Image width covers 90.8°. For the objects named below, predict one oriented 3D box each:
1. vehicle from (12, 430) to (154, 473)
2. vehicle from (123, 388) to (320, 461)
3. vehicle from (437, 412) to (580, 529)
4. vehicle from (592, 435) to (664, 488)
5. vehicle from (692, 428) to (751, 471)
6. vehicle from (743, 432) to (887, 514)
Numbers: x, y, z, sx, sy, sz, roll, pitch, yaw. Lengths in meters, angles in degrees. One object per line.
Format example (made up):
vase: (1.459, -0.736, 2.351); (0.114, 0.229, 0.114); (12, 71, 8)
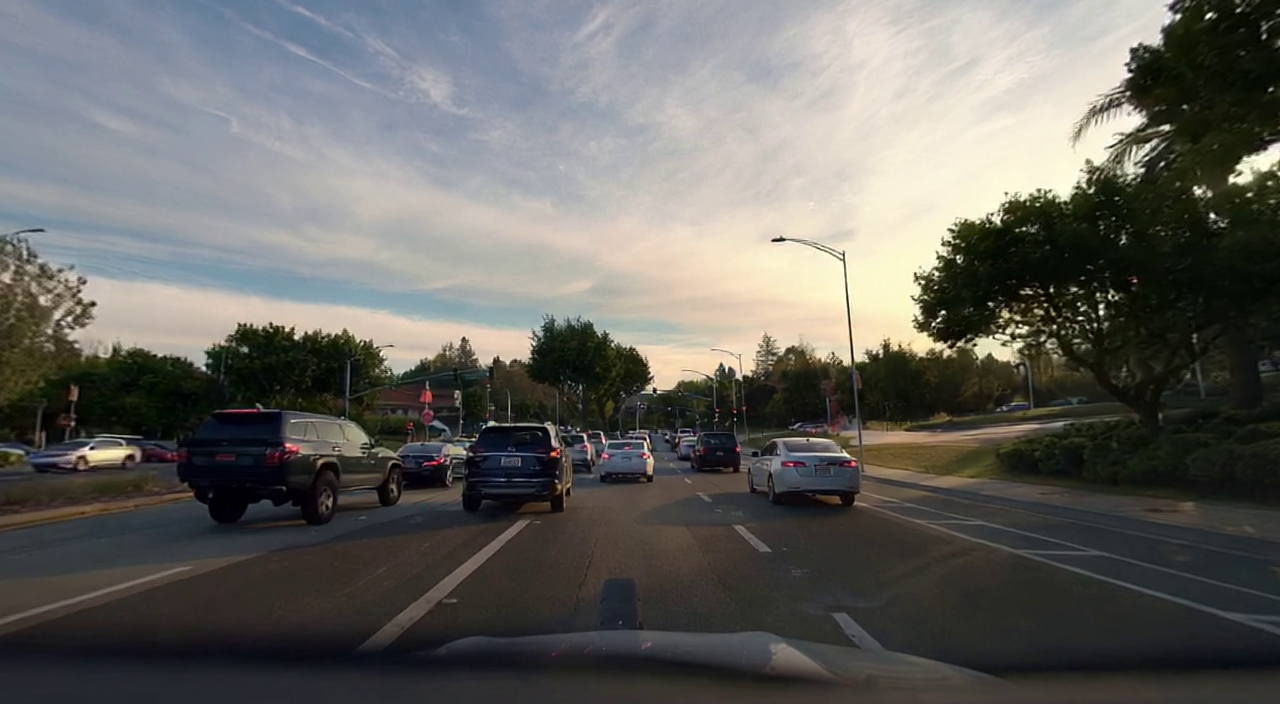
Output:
vehicle: (-23.677, 4.259, 27.140); (2.005, 1.683, 4.409); (0, -8, 1)
vehicle: (-27.950, 5.248, 43.845); (3.181, 4.189, 14.107); (-1, -8, 4)
vehicle: (-2.333, 2.175, 12.248); (2.111, 1.745, 5.274); (1, -8, -8)
vehicle: (-0.344, 3.410, 20.062); (2.030, 1.477, 4.330); (0, -8, 0)
vehicle: (3.699, 4.510, 29.368); (2.099, 1.845, 4.363); (0, -8, -1)
vehicle: (3.526, 2.504, 13.615); (1.884, 1.463, 4.195); (0, -8, 0)
